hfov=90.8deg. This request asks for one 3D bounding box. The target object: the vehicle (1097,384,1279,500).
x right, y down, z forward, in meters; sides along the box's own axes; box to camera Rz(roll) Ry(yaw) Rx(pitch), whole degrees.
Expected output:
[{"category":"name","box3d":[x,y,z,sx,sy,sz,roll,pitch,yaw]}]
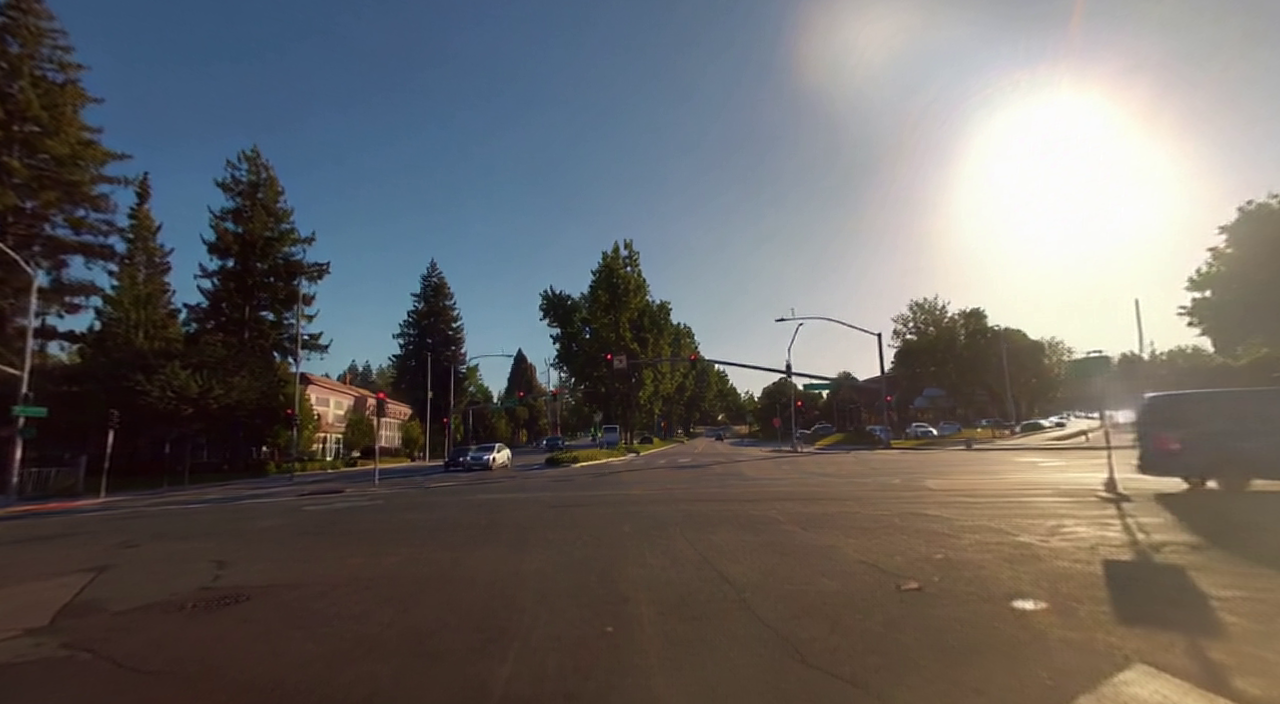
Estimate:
[{"category":"vehicle","box3d":[14.289,2.022,14.256,5.791,2.404,2.465,-3,-9,18]}]
